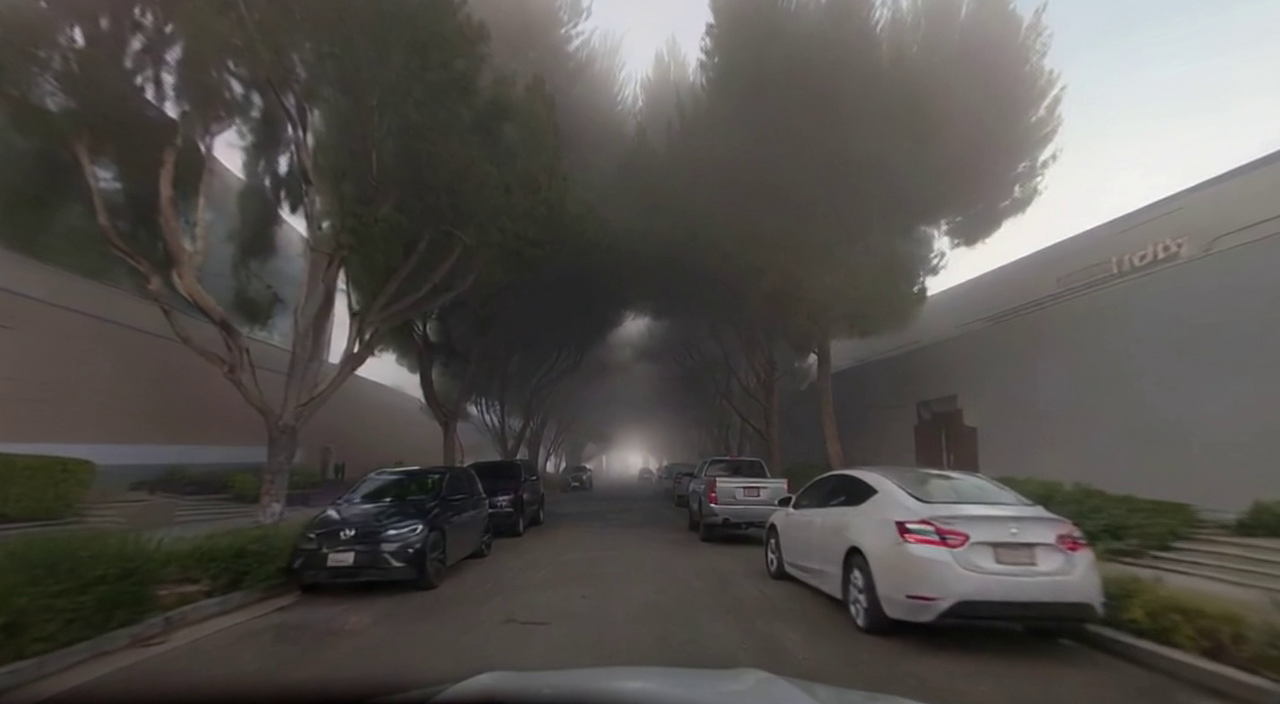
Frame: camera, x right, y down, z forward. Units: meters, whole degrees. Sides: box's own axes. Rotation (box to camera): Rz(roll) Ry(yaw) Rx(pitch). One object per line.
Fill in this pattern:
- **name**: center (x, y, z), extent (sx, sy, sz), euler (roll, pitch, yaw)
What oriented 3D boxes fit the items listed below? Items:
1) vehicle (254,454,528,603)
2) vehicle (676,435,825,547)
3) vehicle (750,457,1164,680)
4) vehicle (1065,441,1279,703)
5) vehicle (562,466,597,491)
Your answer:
- **vehicle**: center (-2.890, 2.196, 8.600), extent (2.018, 1.461, 4.413), euler (1, -11, -2)
- **vehicle**: center (2.146, 2.975, 13.916), extent (2.242, 1.972, 4.898), euler (1, -11, -2)
- **vehicle**: center (2.592, 1.919, 6.645), extent (1.815, 1.479, 4.498), euler (1, -11, -3)
- **vehicle**: center (2.935, 0.812, 0.724), extent (1.889, 1.482, 4.118), euler (1, -11, -2)
- **vehicle**: center (-3.719, 7.881, 39.326), extent (2.002, 1.460, 4.201), euler (1, -11, -3)
